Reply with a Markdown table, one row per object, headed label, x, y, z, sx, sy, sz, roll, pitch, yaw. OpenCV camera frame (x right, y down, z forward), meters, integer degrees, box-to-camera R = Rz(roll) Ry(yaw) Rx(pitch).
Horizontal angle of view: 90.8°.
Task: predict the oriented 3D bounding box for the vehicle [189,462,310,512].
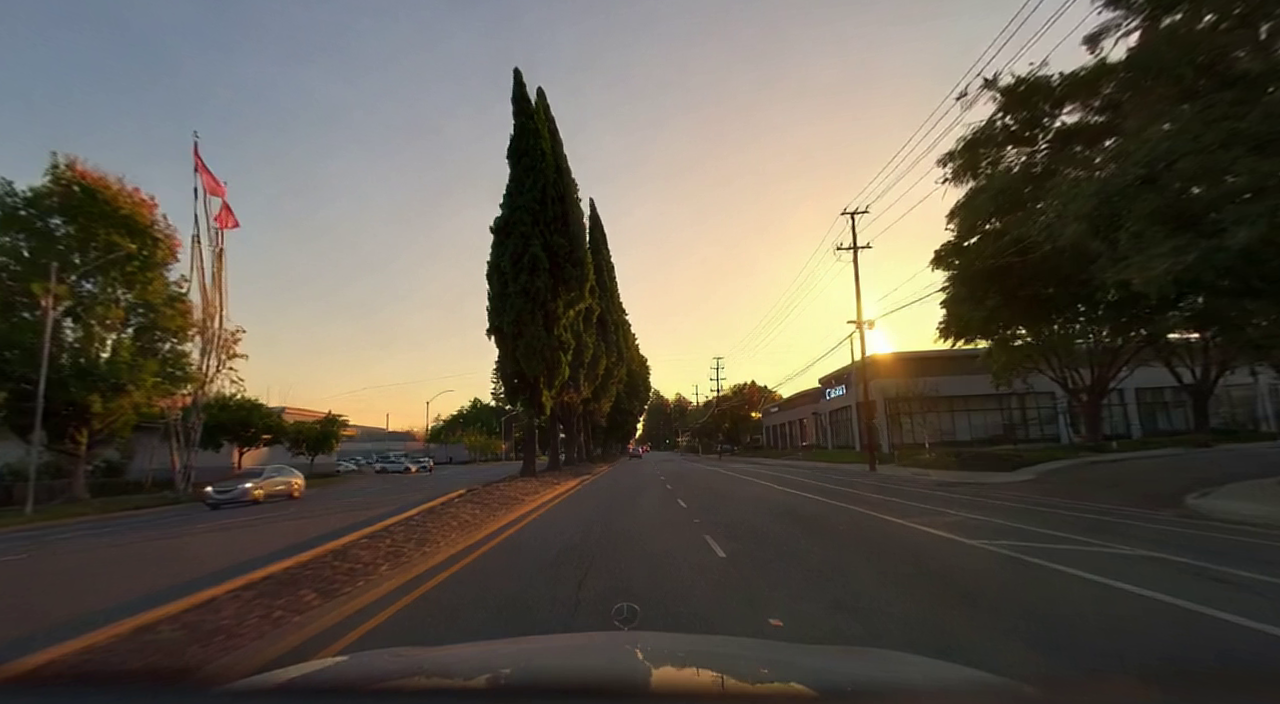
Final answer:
| label | x | y | z | sx | sy | sz | roll | pitch | yaw |
| --- | --- | --- | --- | --- | --- | --- | --- | --- | --- |
| vehicle | -15.415 | 5.304 | 25.268 | 2.012 | 1.671 | 4.380 | 0 | -9 | 0 |
